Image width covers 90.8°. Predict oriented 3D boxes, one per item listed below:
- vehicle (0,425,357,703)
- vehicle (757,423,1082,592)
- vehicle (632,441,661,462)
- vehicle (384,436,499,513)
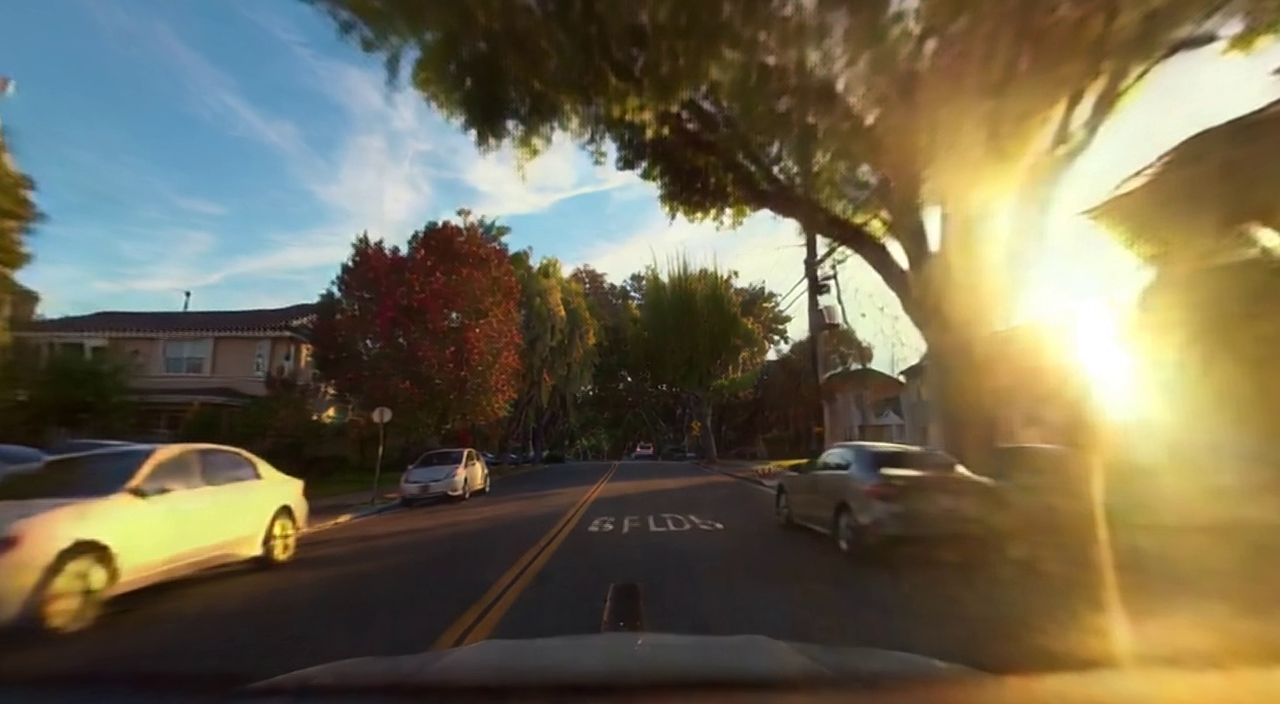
[{"bbox_3d":[-5.416,1.829,6.967,2.155,1.907,5.100,-1,-8,1],"label":"vehicle"},{"bbox_3d":[2.994,1.758,8.062,2.047,1.532,4.350,0,-8,-2],"label":"vehicle"},{"bbox_3d":[0.430,7.299,46.320,2.022,1.481,4.050,0,-8,-1],"label":"vehicle"},{"bbox_3d":[-5.812,3.566,19.072,2.027,1.803,4.306,-4,-6,0],"label":"vehicle"}]
